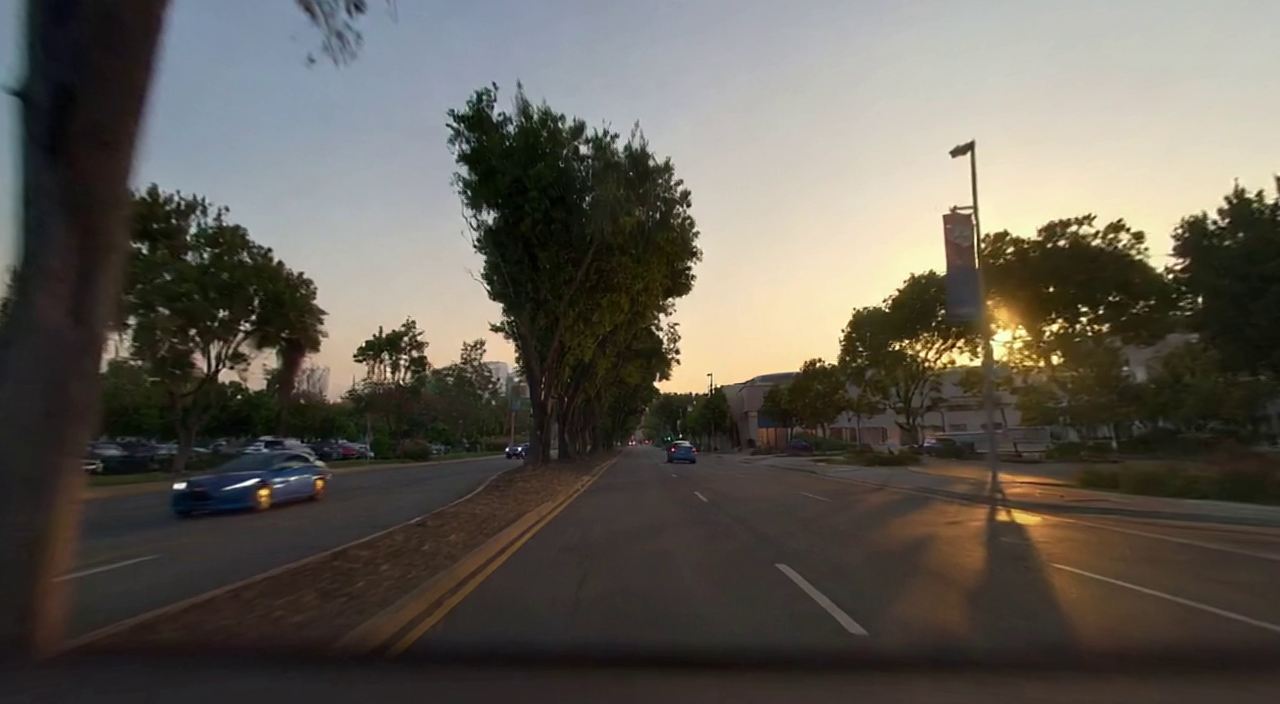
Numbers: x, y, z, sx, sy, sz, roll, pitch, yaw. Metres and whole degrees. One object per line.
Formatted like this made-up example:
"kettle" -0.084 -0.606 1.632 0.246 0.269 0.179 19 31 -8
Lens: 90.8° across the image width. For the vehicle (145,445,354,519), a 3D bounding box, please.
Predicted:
"vehicle" -8.772 2.919 14.816 1.882 1.437 4.672 0 -8 0
